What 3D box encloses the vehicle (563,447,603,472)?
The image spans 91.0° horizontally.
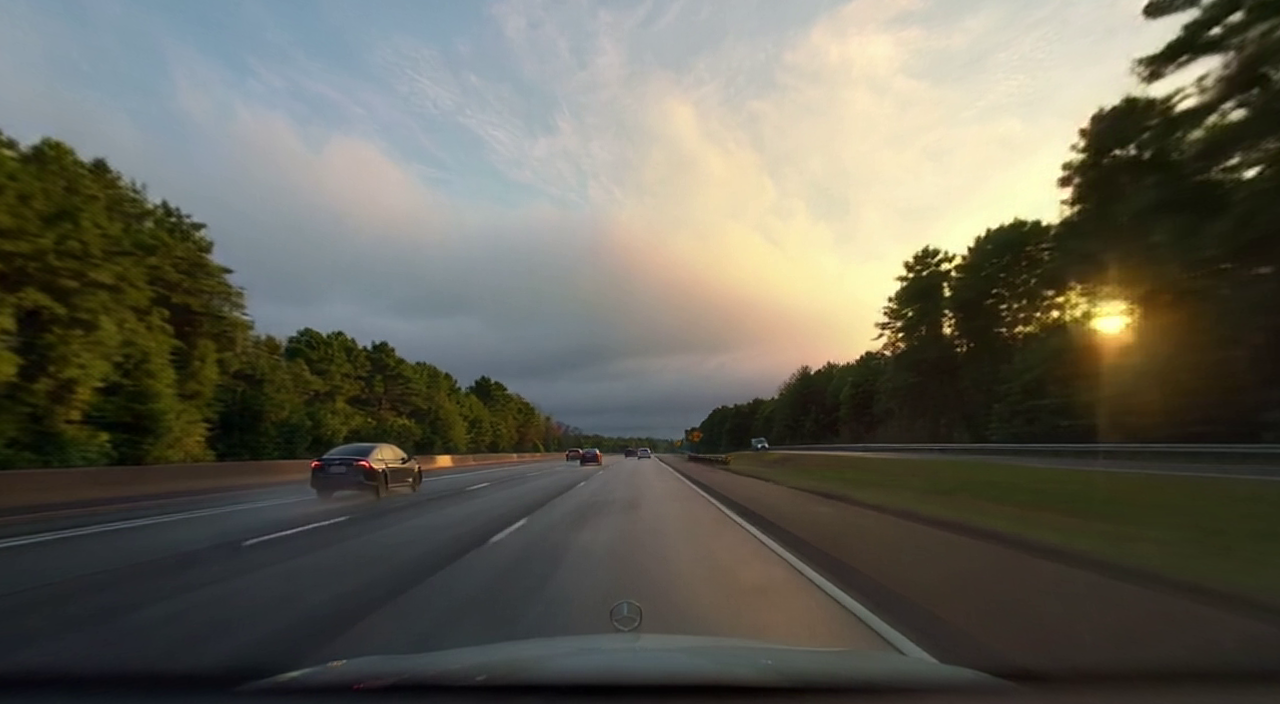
[{"bbox_3d":[-3.696,7.020,41.313,2.104,1.558,4.639,0,-9,1],"label":"vehicle"}]

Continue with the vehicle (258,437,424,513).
[{"bbox_3d":[-7.181,2.965,15.708,2.007,1.616,4.141,0,-9,1],"label":"vehicle"}]
